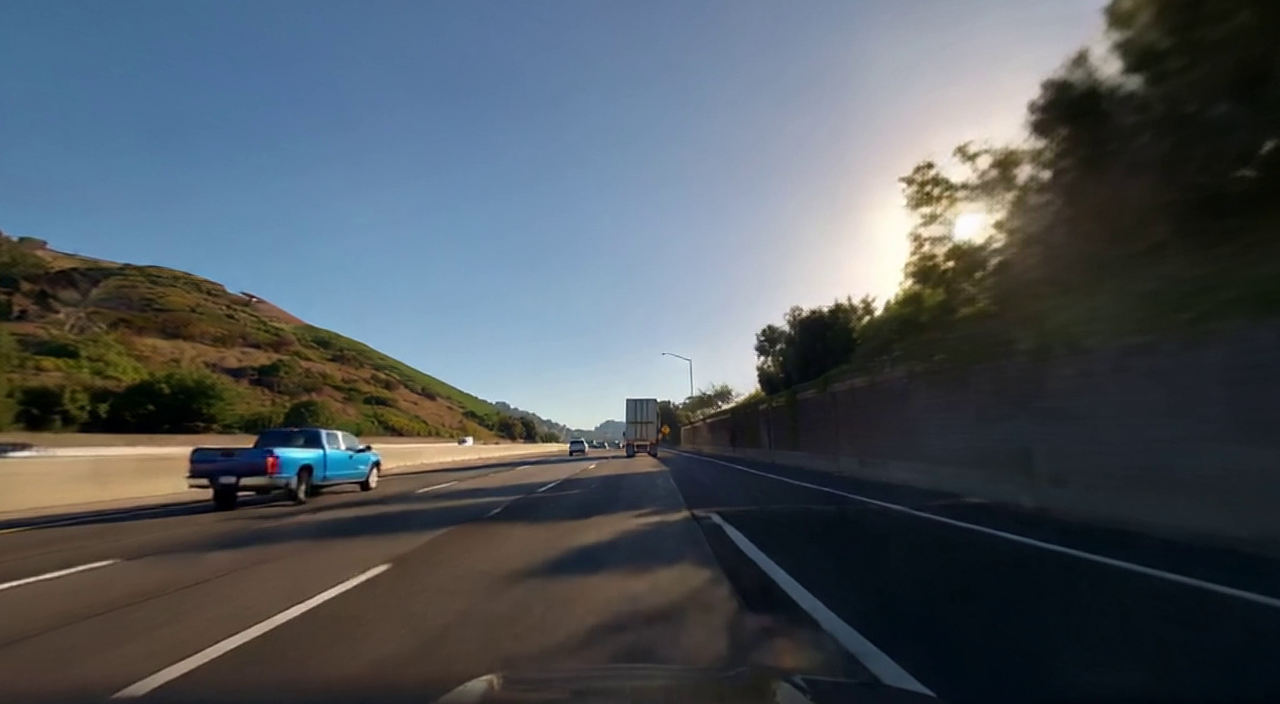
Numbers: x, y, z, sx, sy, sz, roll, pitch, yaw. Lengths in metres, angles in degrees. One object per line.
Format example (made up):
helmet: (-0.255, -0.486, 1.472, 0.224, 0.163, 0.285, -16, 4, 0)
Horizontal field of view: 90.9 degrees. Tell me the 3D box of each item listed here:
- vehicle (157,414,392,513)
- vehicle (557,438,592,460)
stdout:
vehicle: (-7.865, 2.446, 14.454, 2.113, 1.837, 5.339, 0, -8, 1)
vehicle: (-4.526, 6.765, 44.136, 1.983, 1.508, 4.060, 0, -8, 1)
